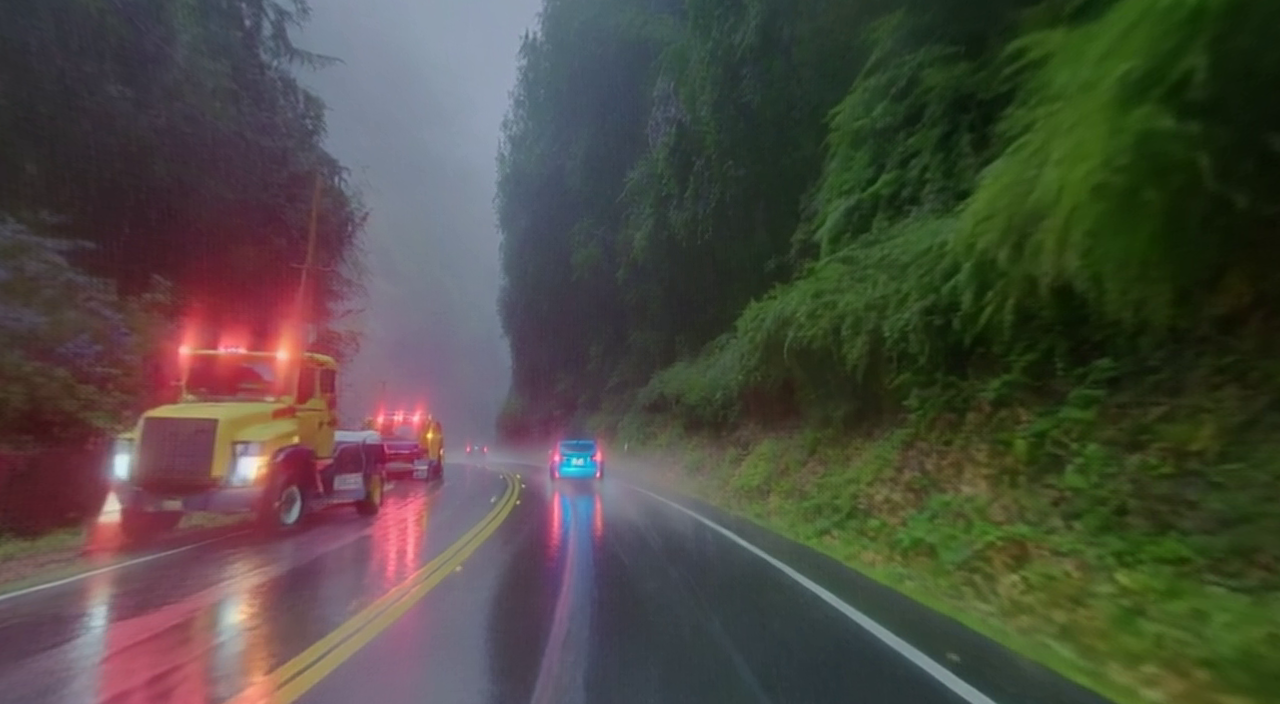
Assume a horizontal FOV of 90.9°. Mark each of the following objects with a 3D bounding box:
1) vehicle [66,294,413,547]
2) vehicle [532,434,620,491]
[{"bbox_3d":[-5.882,1.177,10.417,2.364,3.191,4.942,0,-8,0],"label":"vehicle"},{"bbox_3d":[-2.068,3.309,19.257,2.259,1.503,4.075,2,-9,-11],"label":"vehicle"}]
